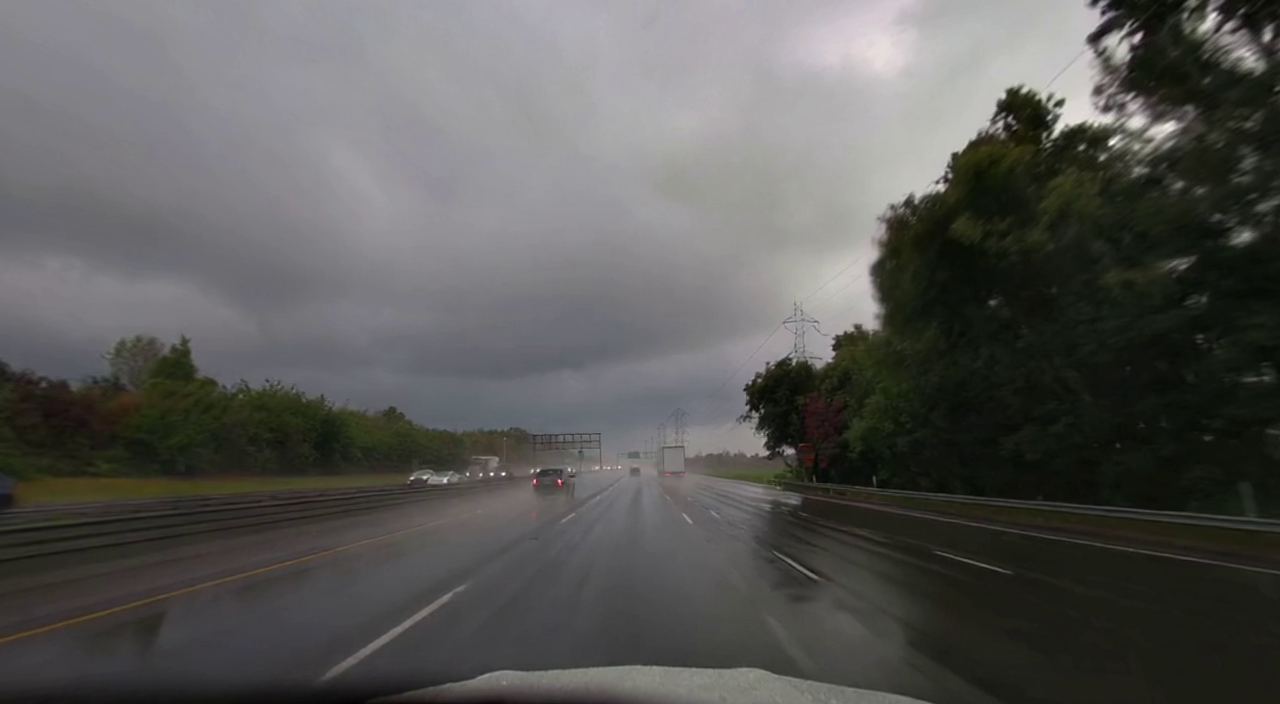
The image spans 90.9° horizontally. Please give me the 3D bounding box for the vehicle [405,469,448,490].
[{"bbox_3d":[-16.038,9.607,47.549,1.825,1.468,3.919,1,-11,0],"label":"vehicle"}]

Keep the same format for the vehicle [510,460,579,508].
[{"bbox_3d":[-3.466,4.895,23.618,1.942,1.597,3.943,1,-11,0],"label":"vehicle"}]
